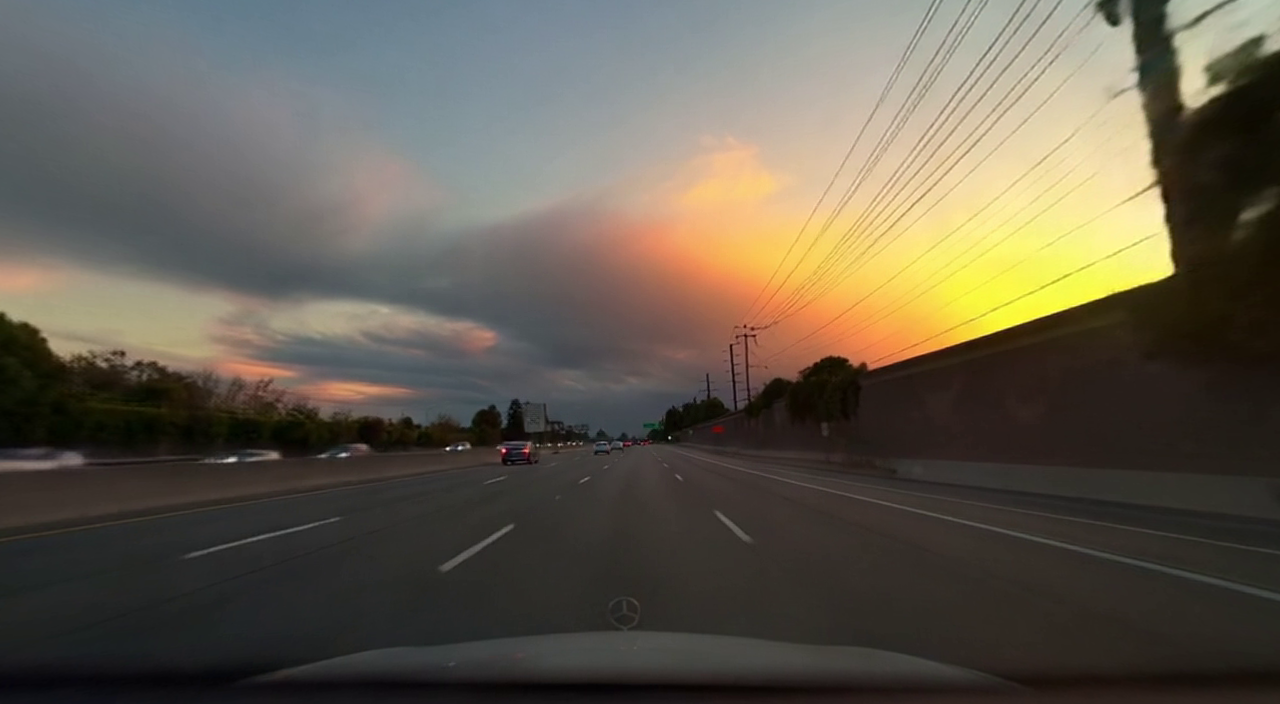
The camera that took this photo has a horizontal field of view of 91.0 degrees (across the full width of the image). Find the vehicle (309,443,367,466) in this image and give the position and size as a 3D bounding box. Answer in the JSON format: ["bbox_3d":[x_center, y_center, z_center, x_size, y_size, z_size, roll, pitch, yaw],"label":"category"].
[{"bbox_3d":[-22.089,7.534,46.293,2.050,1.583,4.506,0,-9,0],"label":"vehicle"}]

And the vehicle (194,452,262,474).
[{"bbox_3d":[-29.075,7.833,44.641,1.812,1.501,4.462,0,-9,0],"label":"vehicle"}]

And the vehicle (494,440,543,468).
[{"bbox_3d":[-7.303,6.201,38.347,2.034,1.563,4.476,0,-9,1],"label":"vehicle"}]
